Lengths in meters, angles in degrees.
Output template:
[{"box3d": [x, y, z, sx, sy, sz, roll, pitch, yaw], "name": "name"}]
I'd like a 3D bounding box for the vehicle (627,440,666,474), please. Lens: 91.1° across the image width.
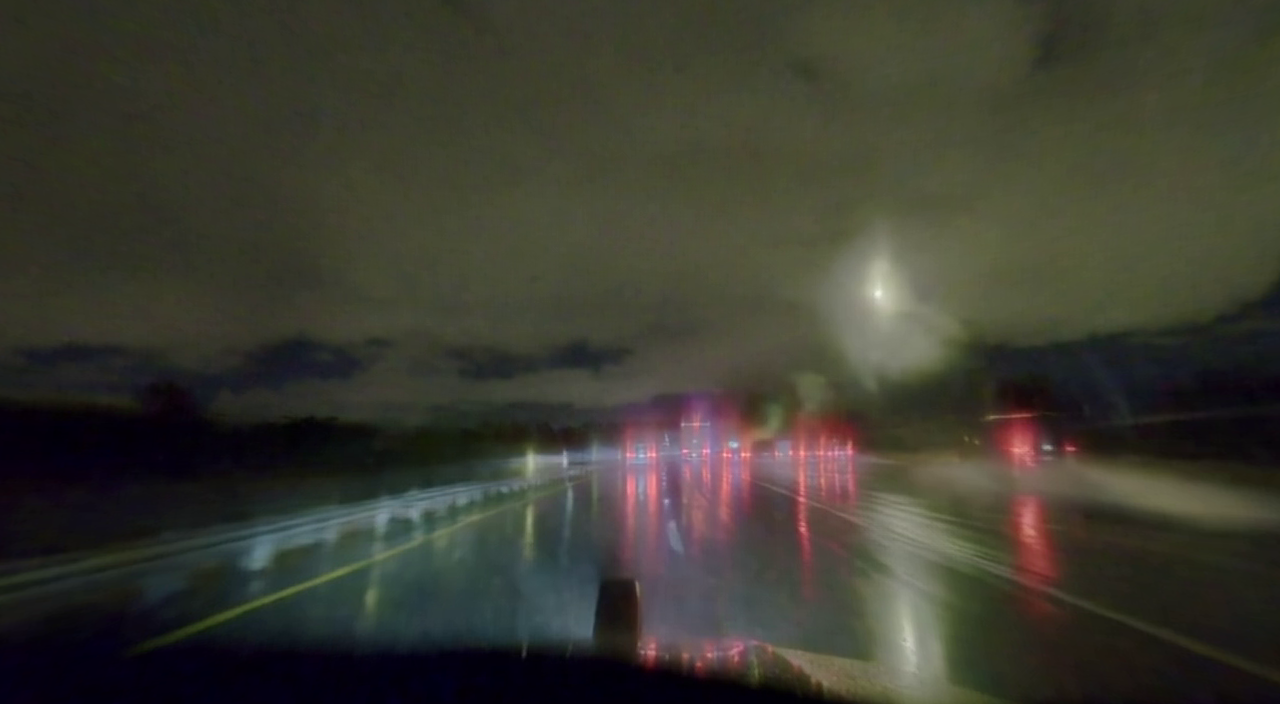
[{"box3d": [0.505, 6.866, 41.192, 2.271, 2.049, 4.894, -1, -9, 4], "name": "vehicle"}]
